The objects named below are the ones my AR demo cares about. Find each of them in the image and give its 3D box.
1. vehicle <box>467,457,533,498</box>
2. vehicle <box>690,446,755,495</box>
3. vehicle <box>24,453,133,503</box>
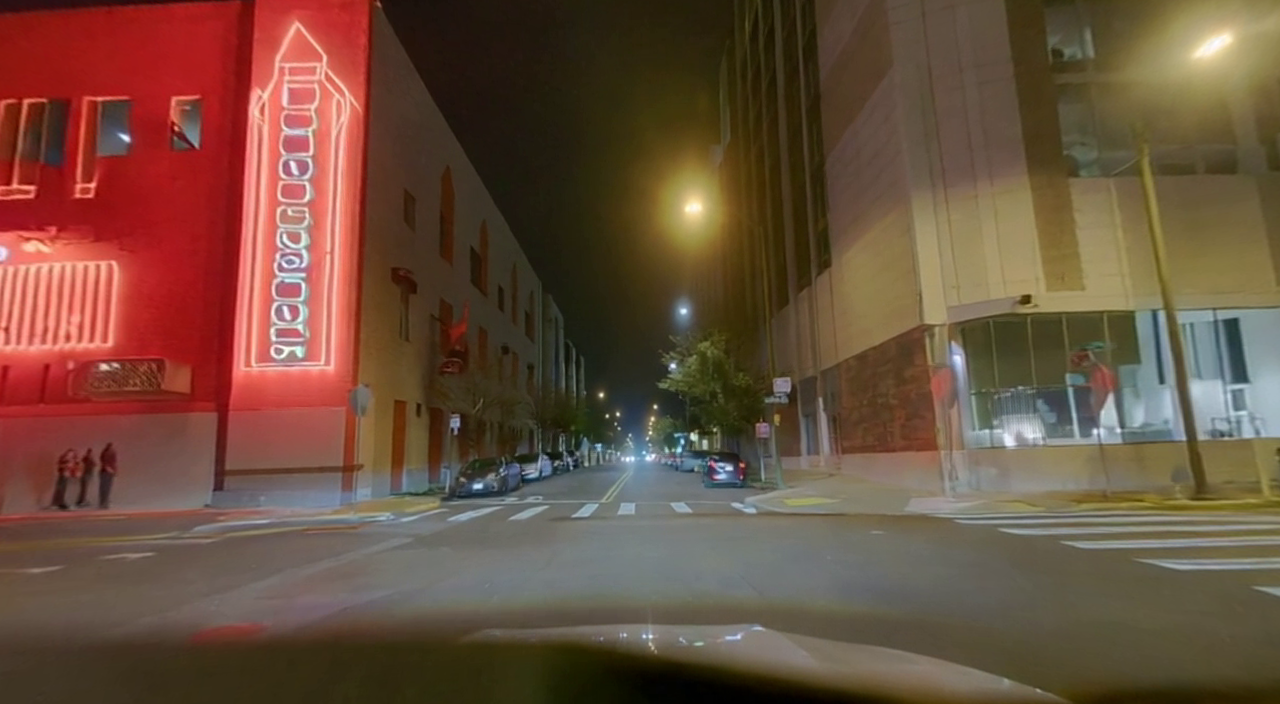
[{"bbox_3d":[-5.527,4.980,25.397,1.864,1.447,3.887,0,-8,-2],"label":"vehicle"},{"bbox_3d":[3.039,4.449,24.191,1.917,1.680,4.500,0,-8,0],"label":"vehicle"},{"bbox_3d":[-27.969,6.253,31.652,1.665,1.432,4.120,9,0,-1],"label":"vehicle"}]
